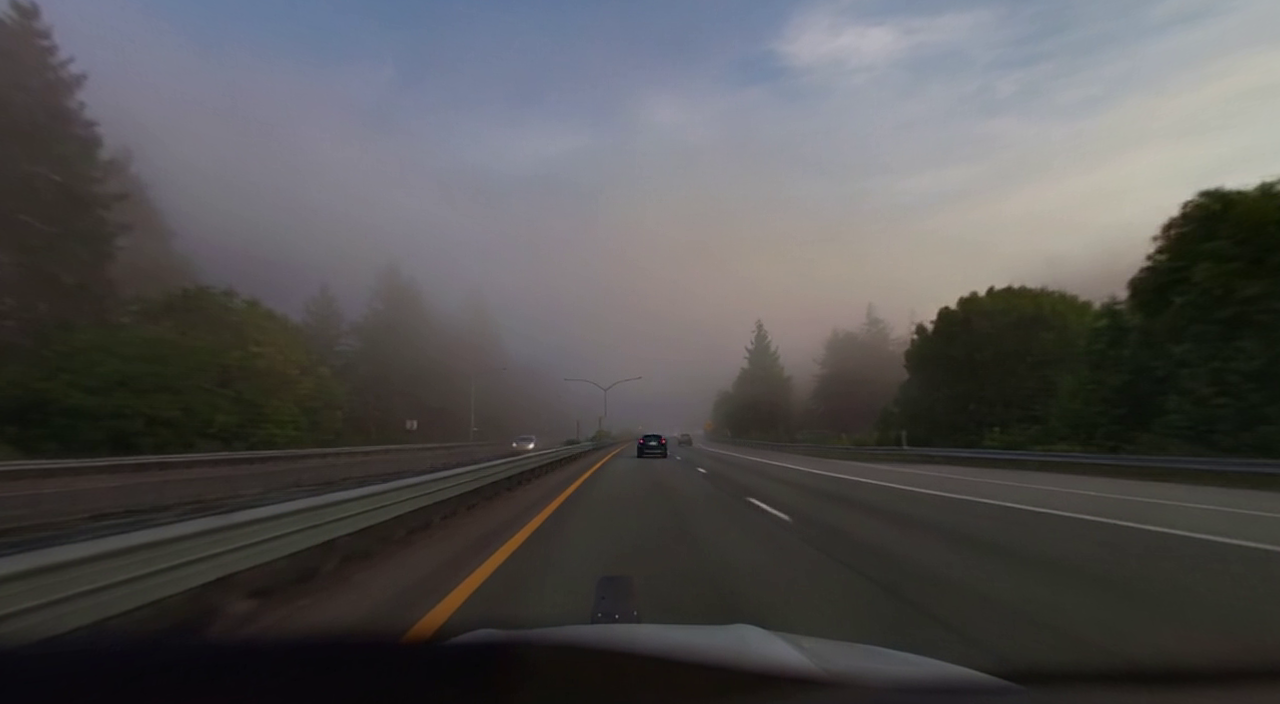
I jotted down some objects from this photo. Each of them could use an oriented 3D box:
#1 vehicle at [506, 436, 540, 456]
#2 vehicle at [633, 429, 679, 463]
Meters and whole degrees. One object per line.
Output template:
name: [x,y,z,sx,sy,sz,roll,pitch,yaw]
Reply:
vehicle: [-8.721,7.016,47.071,1.845,1.478,3.431,0,-8,0]
vehicle: [0.681,4.504,30.328,2.046,1.526,3.903,0,-8,-1]
